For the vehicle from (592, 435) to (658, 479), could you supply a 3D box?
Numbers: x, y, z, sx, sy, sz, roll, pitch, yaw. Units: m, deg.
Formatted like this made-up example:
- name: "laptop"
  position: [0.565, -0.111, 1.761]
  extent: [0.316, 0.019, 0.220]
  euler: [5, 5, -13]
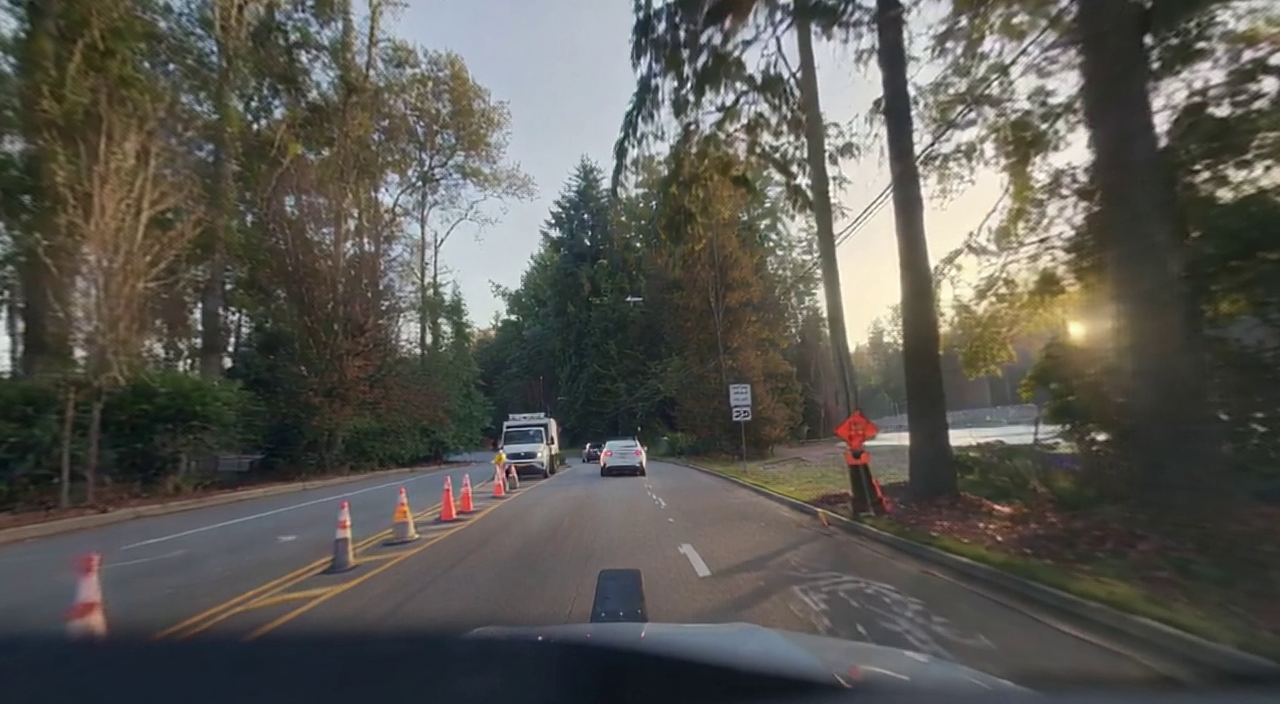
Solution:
- name: "vehicle"
  position: [-0.584, 3.809, 23.180]
  extent: [2.186, 1.463, 4.356]
  euler: [0, -8, -3]

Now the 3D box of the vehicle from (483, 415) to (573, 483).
- name: "vehicle"
  position: [-3.730, 3.416, 22.384]
  extent: [2.671, 2.053, 6.074]
  euler: [1, -9, -6]
